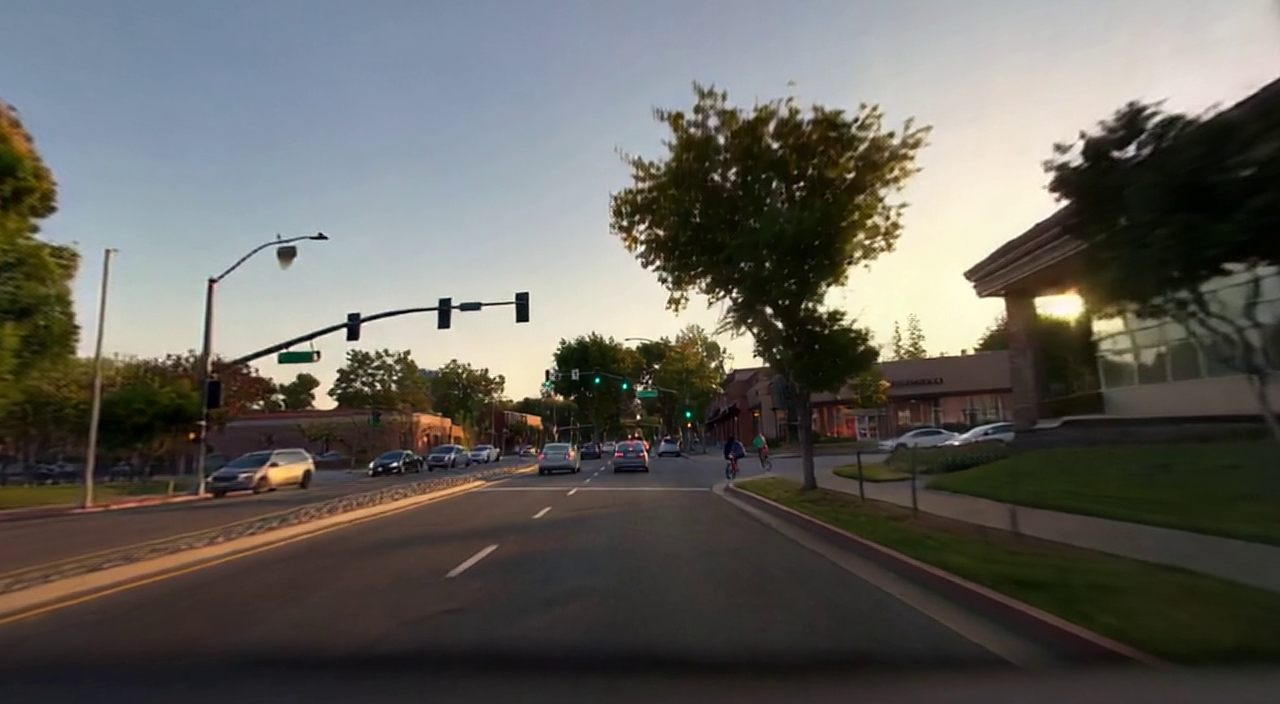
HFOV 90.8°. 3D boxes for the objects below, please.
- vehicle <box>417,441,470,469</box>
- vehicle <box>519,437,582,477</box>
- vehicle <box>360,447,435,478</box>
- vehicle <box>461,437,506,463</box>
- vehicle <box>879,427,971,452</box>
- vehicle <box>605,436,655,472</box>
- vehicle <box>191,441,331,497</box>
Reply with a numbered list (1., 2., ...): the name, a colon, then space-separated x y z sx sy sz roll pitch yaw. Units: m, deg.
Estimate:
1. vehicle: -12.563 6.613 40.689 1.986 1.712 4.399 0 -8 1
2. vehicle: -3.564 4.232 25.786 1.921 1.477 4.083 0 -8 1
3. vehicle: -12.559 5.704 33.014 1.909 1.462 4.608 0 -8 3
4. vehicle: -12.294 7.742 49.912 2.260 1.921 4.902 0 -8 0
5. vehicle: 17.201 5.338 38.288 4.517 1.455 2.233 0 -9 3
6. vehicle: -0.456 4.489 28.043 2.085 1.475 3.976 0 -8 -1
7. vehicle: -13.140 4.048 22.334 1.999 1.755 4.518 0 -8 2
